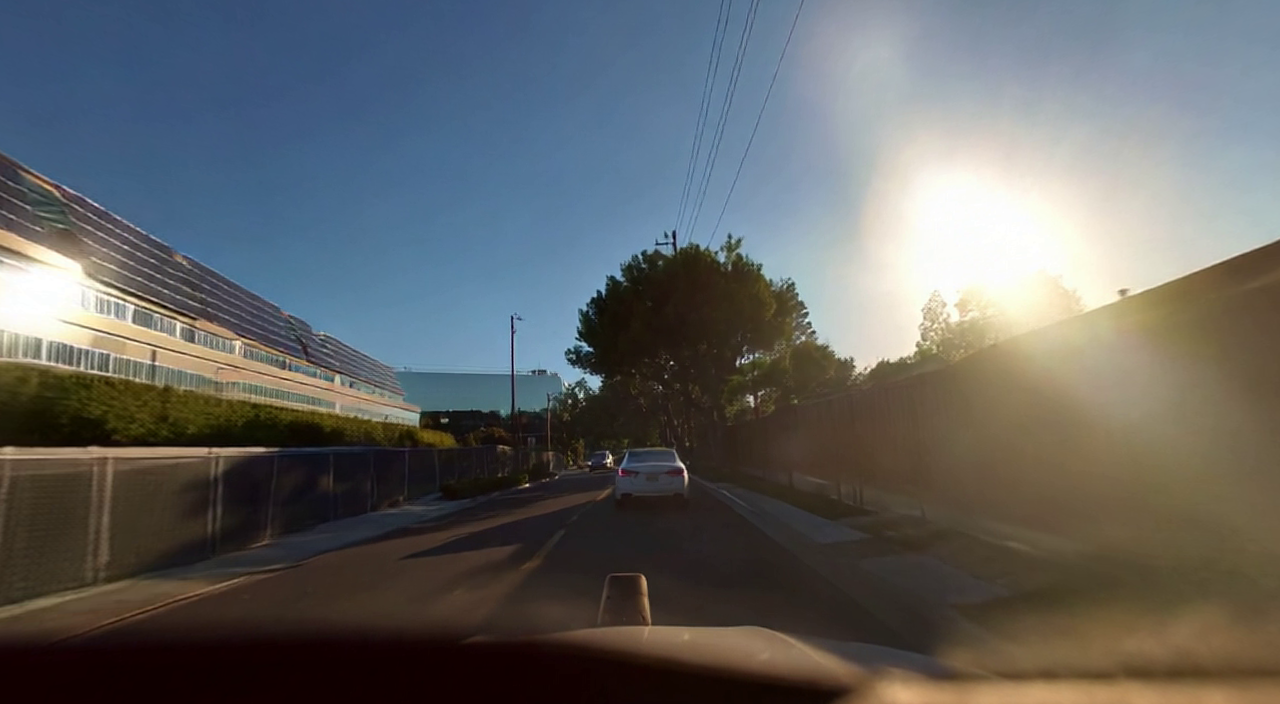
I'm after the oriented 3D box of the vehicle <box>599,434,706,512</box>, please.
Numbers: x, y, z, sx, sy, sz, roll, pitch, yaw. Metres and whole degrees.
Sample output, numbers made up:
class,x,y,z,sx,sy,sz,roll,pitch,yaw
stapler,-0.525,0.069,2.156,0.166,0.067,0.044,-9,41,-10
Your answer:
class,x,y,z,sx,sy,sz,roll,pitch,yaw
vehicle,0.218,2.628,14.219,2.060,1.487,3.920,0,-8,-1
